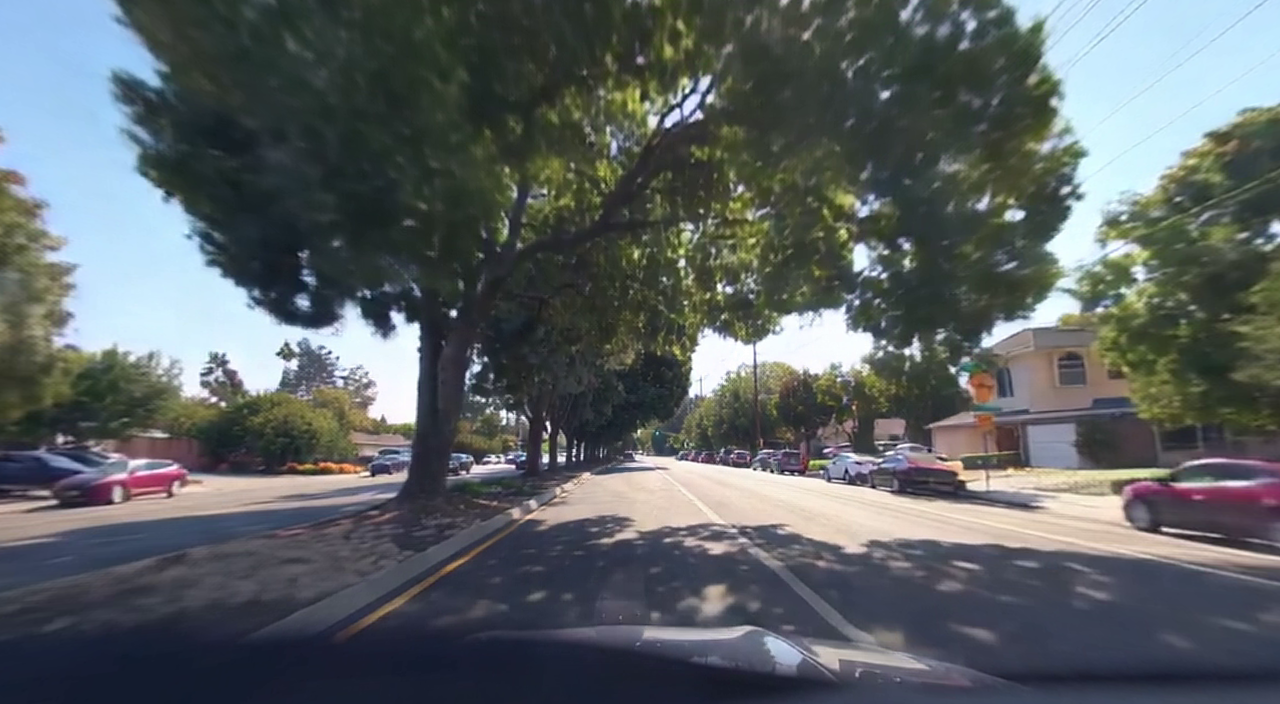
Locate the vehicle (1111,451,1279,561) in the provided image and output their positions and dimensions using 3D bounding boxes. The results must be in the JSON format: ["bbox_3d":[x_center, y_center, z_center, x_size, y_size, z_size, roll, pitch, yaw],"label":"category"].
[{"bbox_3d":[9.658,2.197,9.230,1.961,1.456,4.493,0,-9,-2],"label":"vehicle"}]

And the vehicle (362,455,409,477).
[{"bbox_3d":[-18.497,8.291,46.111,1.702,1.452,4.161,0,-9,0],"label":"vehicle"}]

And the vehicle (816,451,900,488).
[{"bbox_3d":[9.461,5.129,27.897,1.918,1.454,4.683,0,-9,-1],"label":"vehicle"}]

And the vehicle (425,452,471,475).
[{"bbox_3d":[-12.725,7.388,42.126,1.769,1.418,4.173,0,-9,1],"label":"vehicle"}]

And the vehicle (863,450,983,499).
[{"bbox_3d":[9.618,4.166,21.975,1.899,1.475,4.572,0,-9,-2],"label":"vehicle"}]

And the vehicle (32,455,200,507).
[{"bbox_3d":[-18.433,4.533,22.623,1.885,1.553,4.864,0,-9,0],"label":"vehicle"}]

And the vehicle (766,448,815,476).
[{"bbox_3d":[9.604,7.029,40.733,1.885,1.685,4.430,0,-9,-2],"label":"vehicle"}]
